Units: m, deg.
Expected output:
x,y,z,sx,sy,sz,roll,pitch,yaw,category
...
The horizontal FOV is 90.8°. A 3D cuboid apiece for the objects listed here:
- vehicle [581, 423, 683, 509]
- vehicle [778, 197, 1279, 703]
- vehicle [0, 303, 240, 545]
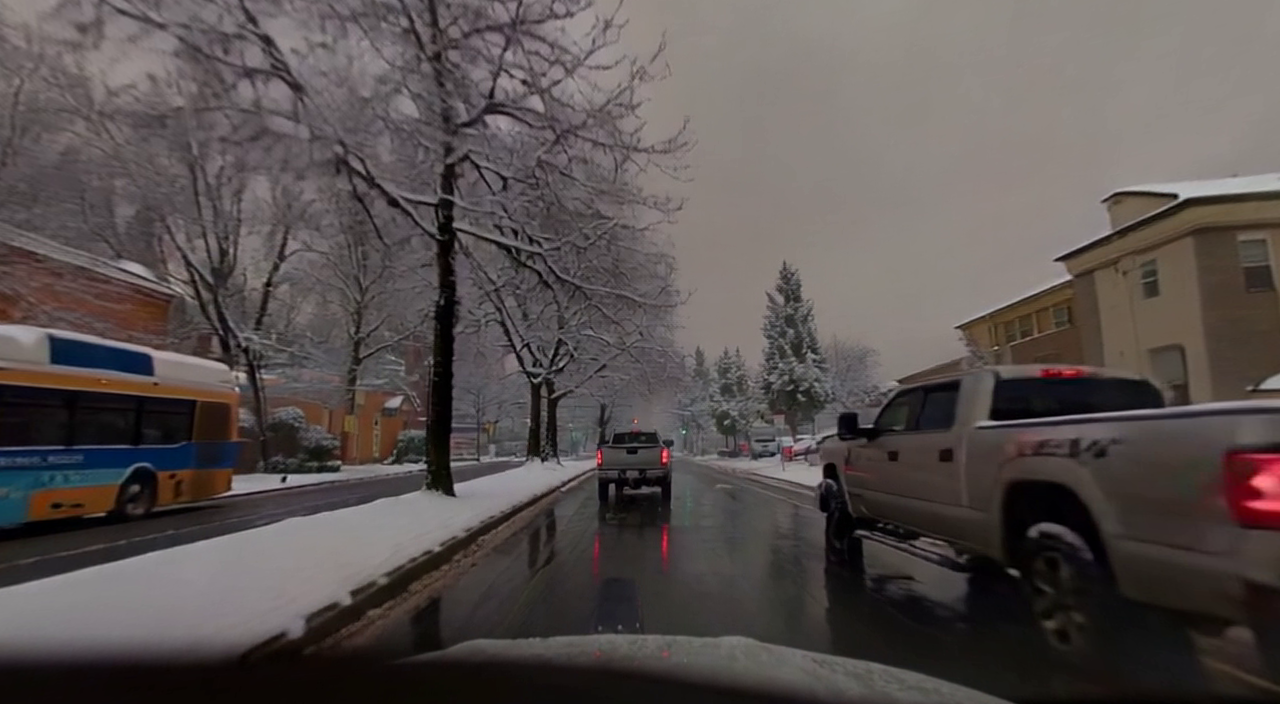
x,y,z,sx,sy,sz,roll,pitch,yaw,category
-0.190,2.867,16.449,2.157,1.816,5.804,0,-8,0,vehicle
3.686,1.111,5.977,2.802,2.303,7.582,0,-8,-2,vehicle
-12.233,1.203,10.562,2.996,4.022,12.692,0,-8,-1,vehicle
